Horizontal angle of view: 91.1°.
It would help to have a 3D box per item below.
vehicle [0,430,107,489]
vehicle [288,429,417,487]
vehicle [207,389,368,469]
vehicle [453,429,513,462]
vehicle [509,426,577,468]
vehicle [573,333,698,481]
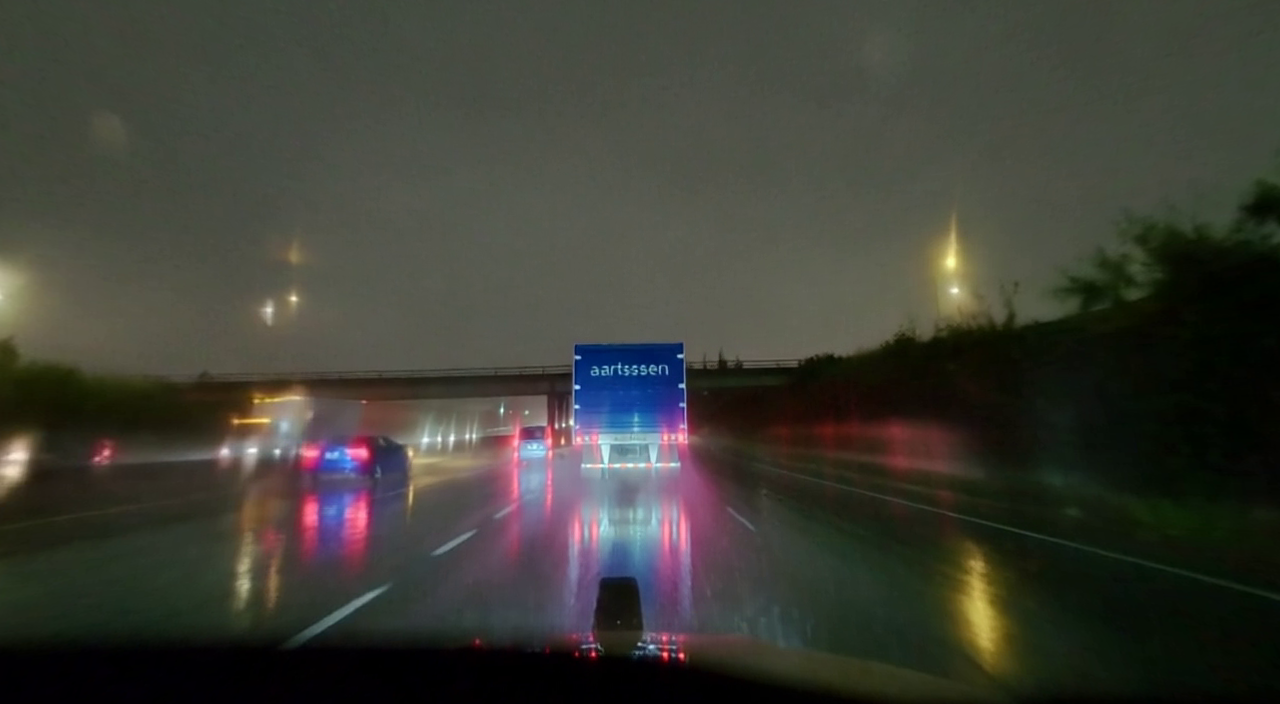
[{"bbox_3d":[-23.391,3.971,23.518,2.265,2.029,5.280,0,-8,-1],"label":"vehicle"},{"bbox_3d":[-8.266,3.058,18.556,1.940,1.488,3.976,0,-8,0],"label":"vehicle"},{"bbox_3d":[-19.789,4.530,36.553,3.034,3.950,10.763,0,-8,0],"label":"vehicle"},{"bbox_3d":[-8.041,4.836,32.610,1.981,1.574,4.561,0,-8,0],"label":"vehicle"},{"bbox_3d":[-4.159,4.156,27.832,2.168,1.671,4.888,0,-8,1],"label":"vehicle"},{"bbox_3d":[-0.189,2.215,22.827,3.442,4.106,10.719,0,-8,-1],"label":"vehicle"}]
